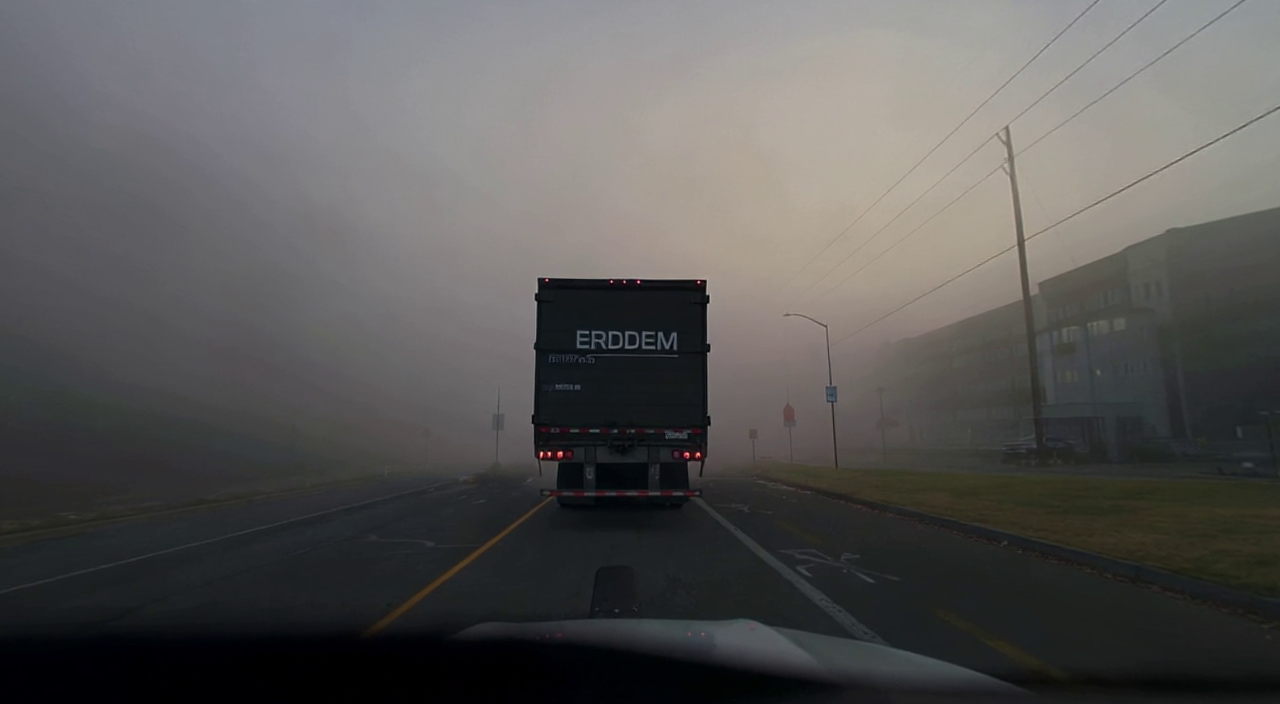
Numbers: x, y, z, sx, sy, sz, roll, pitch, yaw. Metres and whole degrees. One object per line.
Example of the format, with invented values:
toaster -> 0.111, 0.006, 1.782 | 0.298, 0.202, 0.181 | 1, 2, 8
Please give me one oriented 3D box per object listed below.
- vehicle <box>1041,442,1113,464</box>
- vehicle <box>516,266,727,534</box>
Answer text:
vehicle -> 31.356, 7.218, 45.166 | 1.652, 1.423, 3.797 | 5, -9, -35
vehicle -> -0.203, 1.250, 13.436 | 2.876, 3.724, 9.351 | 0, -8, 1
